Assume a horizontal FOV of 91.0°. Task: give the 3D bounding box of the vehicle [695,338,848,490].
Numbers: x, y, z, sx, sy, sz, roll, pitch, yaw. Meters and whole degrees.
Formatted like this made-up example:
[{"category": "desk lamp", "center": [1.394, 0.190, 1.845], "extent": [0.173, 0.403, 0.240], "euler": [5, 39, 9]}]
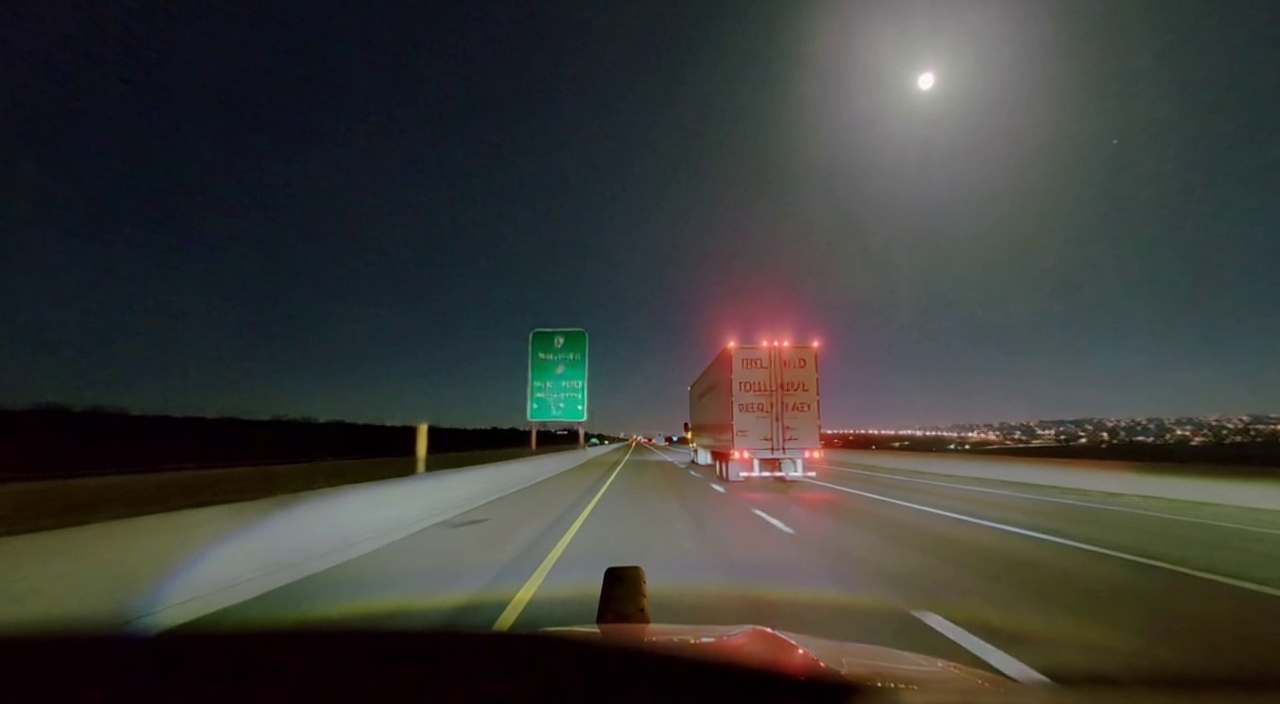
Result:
[{"category": "vehicle", "center": [4.117, 2.651, 23.975], "extent": [3.006, 4.093, 14.142], "euler": [0, -8, 1]}]
